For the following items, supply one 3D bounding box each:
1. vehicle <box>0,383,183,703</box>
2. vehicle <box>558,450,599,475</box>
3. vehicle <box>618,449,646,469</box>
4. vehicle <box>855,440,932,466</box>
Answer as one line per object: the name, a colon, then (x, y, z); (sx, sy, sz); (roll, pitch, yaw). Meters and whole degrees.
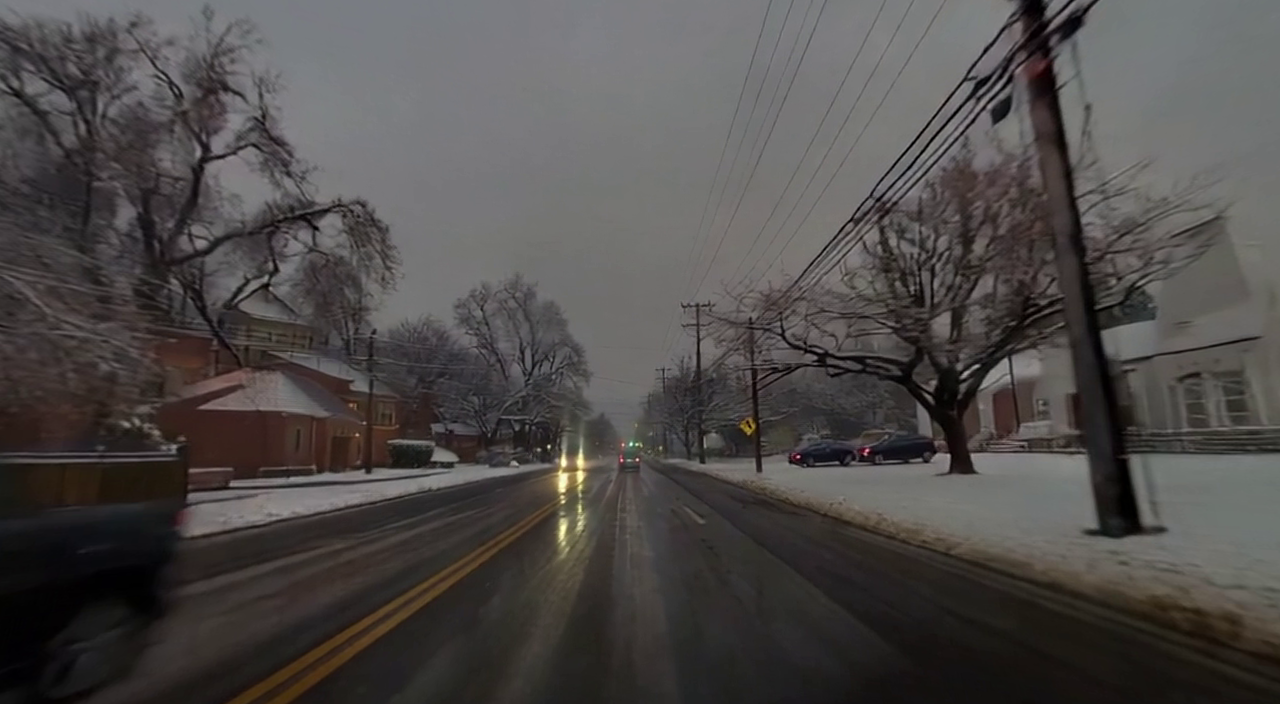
vehicle: (-3.525, 0.742, 1.136); (2.017, 1.634, 4.479); (0, -9, 0)
vehicle: (-3.781, 6.877, 39.442); (2.030, 1.490, 4.427); (0, -9, 1)
vehicle: (-0.614, 8.342, 49.367); (2.093, 1.497, 4.010); (0, -9, -1)
vehicle: (18.201, 7.270, 45.370); (4.633, 1.823, 1.953); (0, -9, -1)
